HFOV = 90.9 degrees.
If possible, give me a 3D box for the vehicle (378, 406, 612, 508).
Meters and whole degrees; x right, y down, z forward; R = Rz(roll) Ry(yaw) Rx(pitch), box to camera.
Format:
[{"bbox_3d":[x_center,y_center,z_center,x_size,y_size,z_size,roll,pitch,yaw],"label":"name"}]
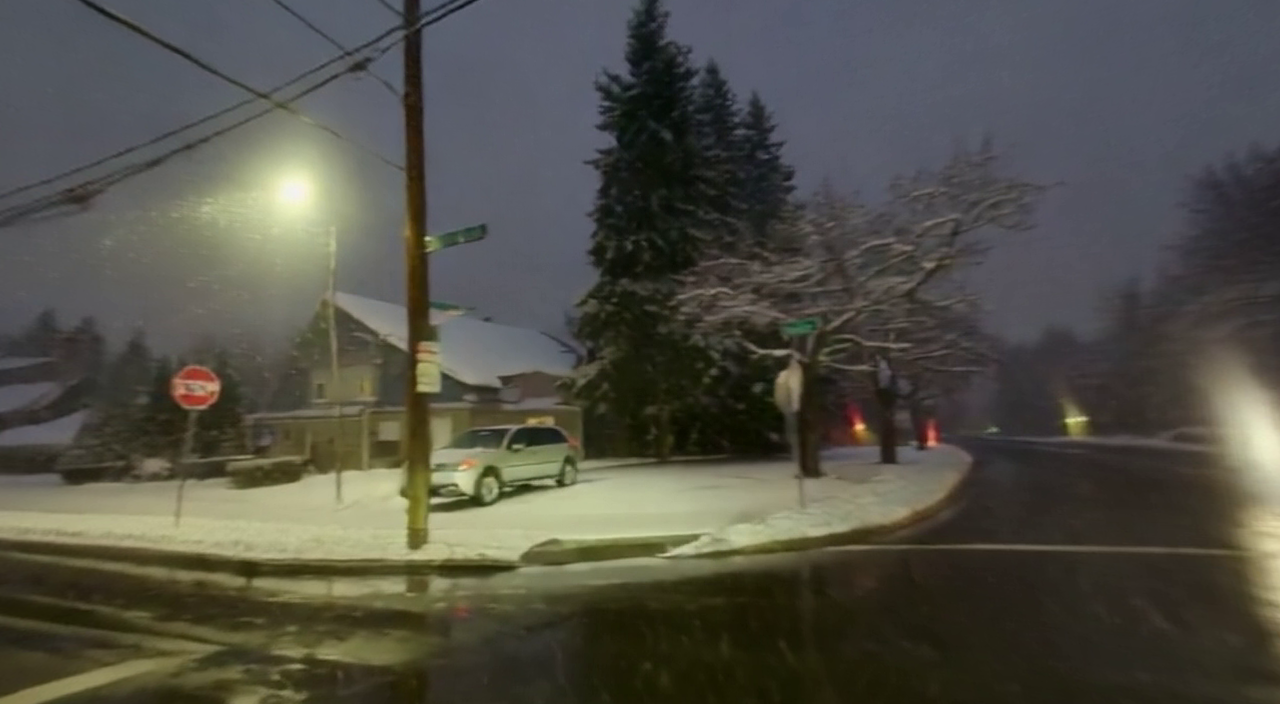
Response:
[{"bbox_3d":[-3.066,2.316,15.130,2.286,1.915,5.980,-4,-7,24],"label":"vehicle"}]
